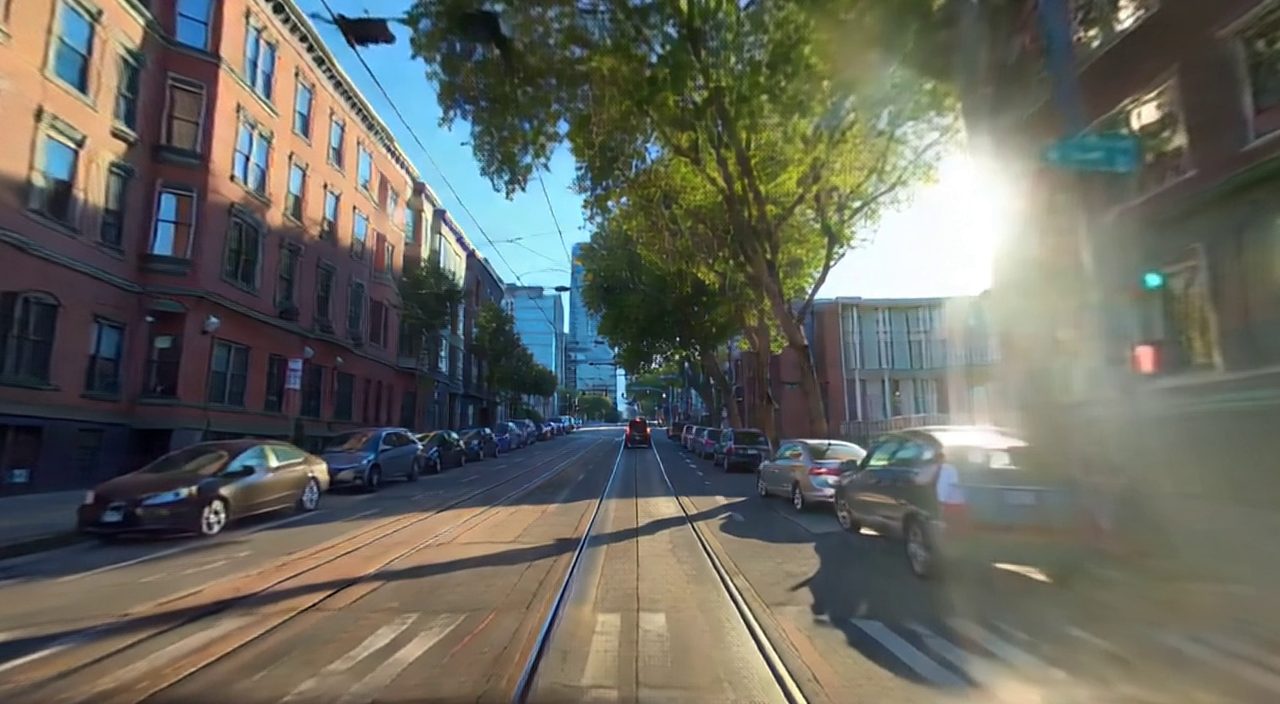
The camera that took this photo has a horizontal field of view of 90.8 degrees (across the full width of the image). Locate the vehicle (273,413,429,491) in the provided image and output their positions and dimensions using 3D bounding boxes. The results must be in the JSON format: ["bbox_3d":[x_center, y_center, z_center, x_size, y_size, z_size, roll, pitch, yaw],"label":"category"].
[{"bbox_3d":[-7.429,2.659,16.870,1.861,1.751,4.550,1,-9,2],"label":"vehicle"}]

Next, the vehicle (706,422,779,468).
[{"bbox_3d":[3.757,3.513,23.921,1.890,1.559,4.281,0,-8,-2],"label":"vehicle"}]

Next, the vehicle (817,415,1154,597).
[{"bbox_3d":[3.904,1.775,8.182,1.929,1.723,4.134,0,-8,-1],"label":"vehicle"}]

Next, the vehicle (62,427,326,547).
[{"bbox_3d":[-7.356,2.164,11.027,1.779,1.588,3.953,2,-6,-2],"label":"vehicle"}]

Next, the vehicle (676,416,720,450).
[{"bbox_3d":[3.662,5.182,40.812,2.242,2.000,6.340,1,-6,0],"label":"vehicle"}]

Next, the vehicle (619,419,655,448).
[{"bbox_3d":[-0.230,4.728,36.455,1.984,1.571,3.404,0,-8,-1],"label":"vehicle"}]
